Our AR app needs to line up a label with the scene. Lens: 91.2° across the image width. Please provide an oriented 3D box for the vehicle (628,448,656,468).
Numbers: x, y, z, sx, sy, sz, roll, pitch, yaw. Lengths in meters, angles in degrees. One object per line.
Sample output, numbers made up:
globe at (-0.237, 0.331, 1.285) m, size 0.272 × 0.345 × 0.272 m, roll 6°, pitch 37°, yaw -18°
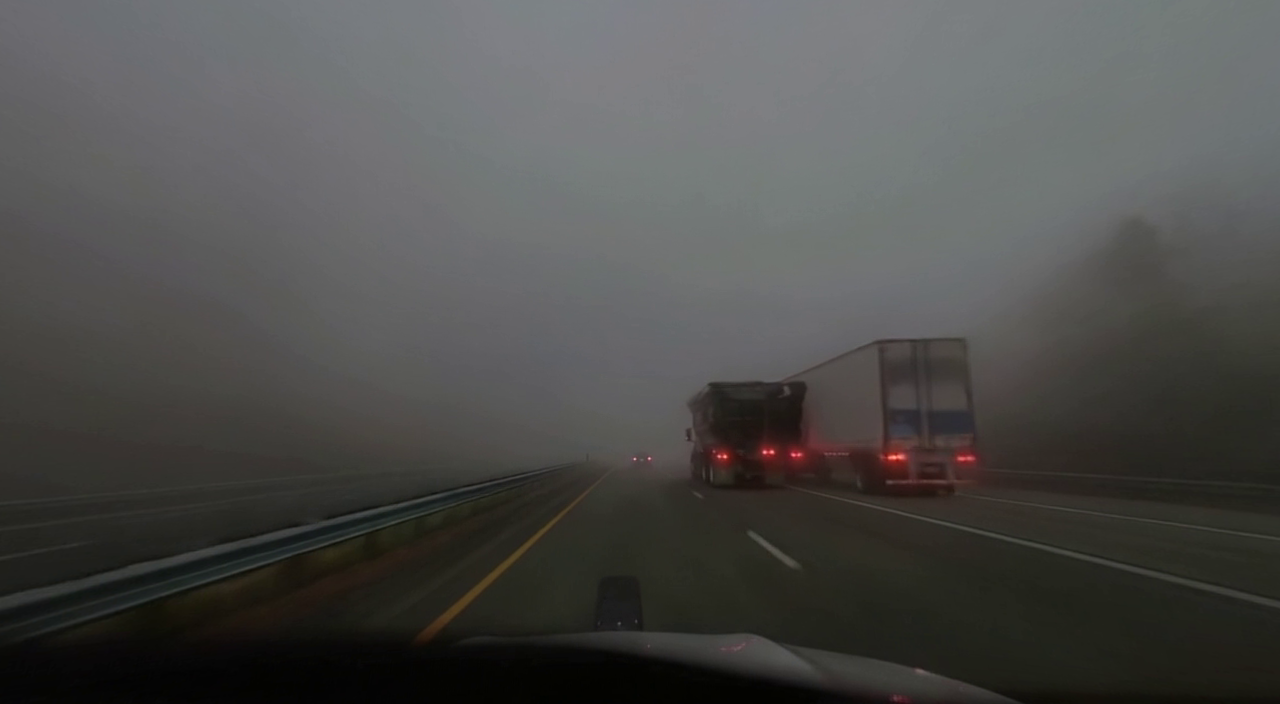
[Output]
vehicle at (0.188, 8.267, 49.087) m, size 2.083 × 1.473 × 3.923 m, roll 0°, pitch -9°, yaw 0°

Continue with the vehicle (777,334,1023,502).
vehicle at (7.910, 2.554, 22.191) m, size 3.268 × 4.172 × 12.771 m, roll -1°, pitch -8°, yaw 1°

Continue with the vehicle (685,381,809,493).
vehicle at (3.495, 3.138, 22.759) m, size 2.859 × 3.332 × 7.735 m, roll 0°, pitch -9°, yaw -2°
